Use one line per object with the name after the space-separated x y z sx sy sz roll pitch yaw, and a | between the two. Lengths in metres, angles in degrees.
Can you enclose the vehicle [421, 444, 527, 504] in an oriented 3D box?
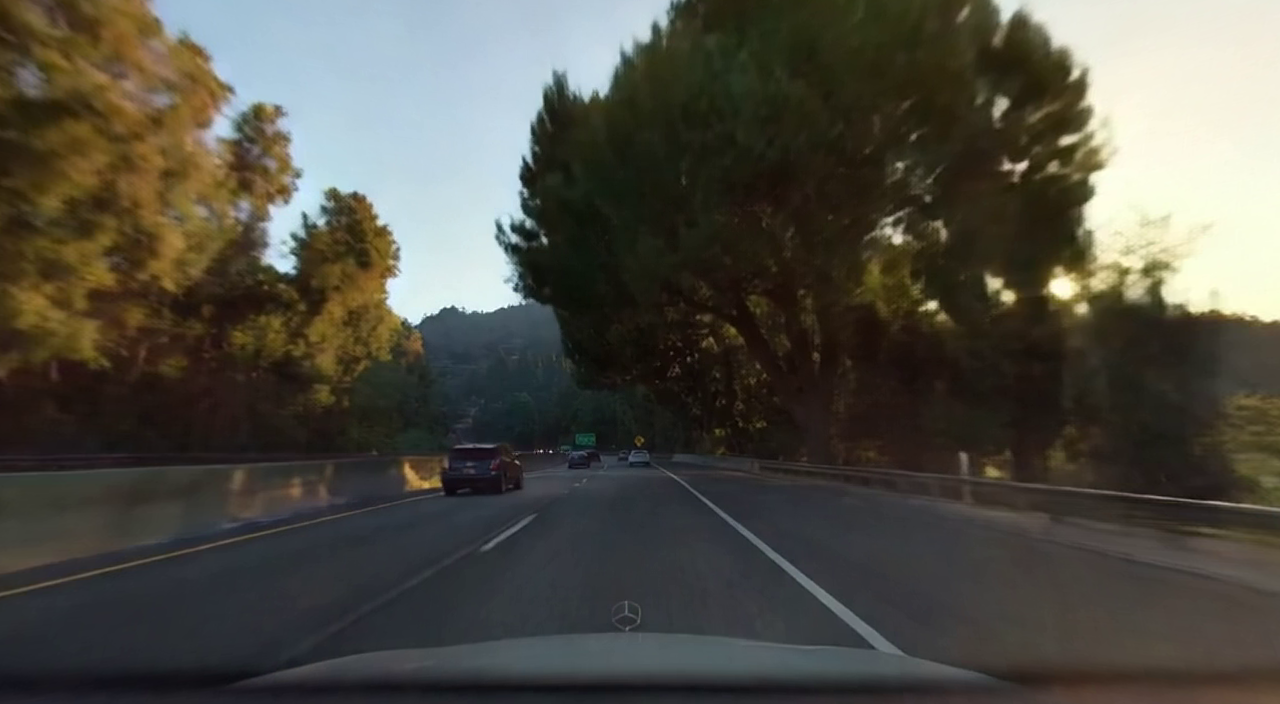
-4.599 3.412 18.159 1.838 1.508 4.317 0 -9 0 | vehicle
